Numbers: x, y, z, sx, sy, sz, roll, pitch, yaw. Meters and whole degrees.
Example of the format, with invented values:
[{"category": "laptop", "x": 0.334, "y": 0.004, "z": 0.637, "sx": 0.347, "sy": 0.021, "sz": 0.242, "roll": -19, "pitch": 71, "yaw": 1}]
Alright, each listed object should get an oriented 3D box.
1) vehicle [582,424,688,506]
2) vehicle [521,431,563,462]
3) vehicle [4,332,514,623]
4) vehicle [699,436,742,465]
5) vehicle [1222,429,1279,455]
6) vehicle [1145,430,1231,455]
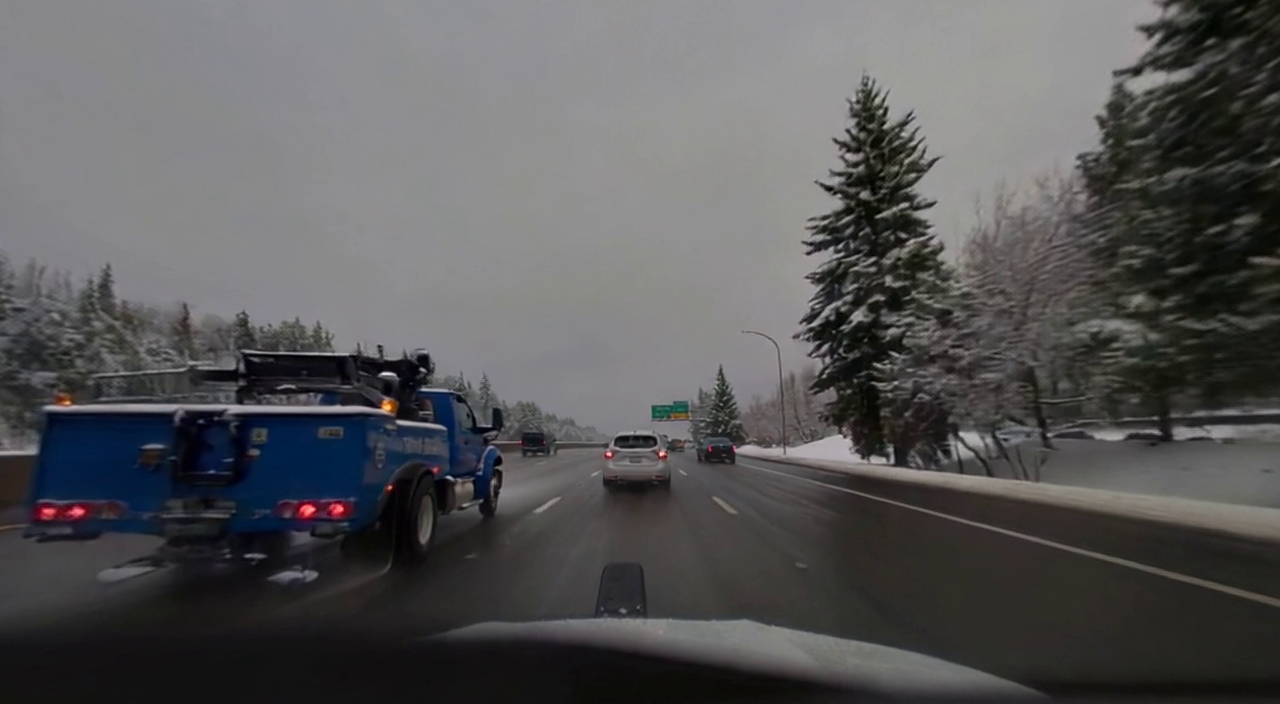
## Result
[{"category": "vehicle", "x": -0.064, "y": 2.645, "z": 15.169, "sx": 2.165, "sy": 1.653, "sz": 4.456, "roll": 0, "pitch": -8, "yaw": 1}, {"category": "vehicle", "x": -6.587, "y": 6.399, "z": 42.648, "sx": 2.036, "sy": 1.958, "sz": 4.378, "roll": 0, "pitch": -8, "yaw": 1}, {"category": "vehicle", "x": -3.362, "y": 1.312, "z": 7.486, "sx": 2.526, "sy": 2.146, "sz": 5.594, "roll": 0, "pitch": -8, "yaw": 0}, {"category": "vehicle", "x": 4.829, "y": 5.972, "z": 38.316, "sx": 2.079, "sy": 1.656, "sz": 4.506, "roll": 0, "pitch": -8, "yaw": 0}, {"category": "vehicle", "x": 37.443, "y": 5.359, "z": 37.263, "sx": 3.931, "sy": 1.459, "sz": 1.792, "roll": 0, "pitch": -8, "yaw": -1}, {"category": "vehicle", "x": 37.083, "y": 6.105, "z": 42.527, "sx": 4.040, "sy": 1.490, "sz": 1.843, "roll": -2, "pitch": -8, "yaw": 0}]
